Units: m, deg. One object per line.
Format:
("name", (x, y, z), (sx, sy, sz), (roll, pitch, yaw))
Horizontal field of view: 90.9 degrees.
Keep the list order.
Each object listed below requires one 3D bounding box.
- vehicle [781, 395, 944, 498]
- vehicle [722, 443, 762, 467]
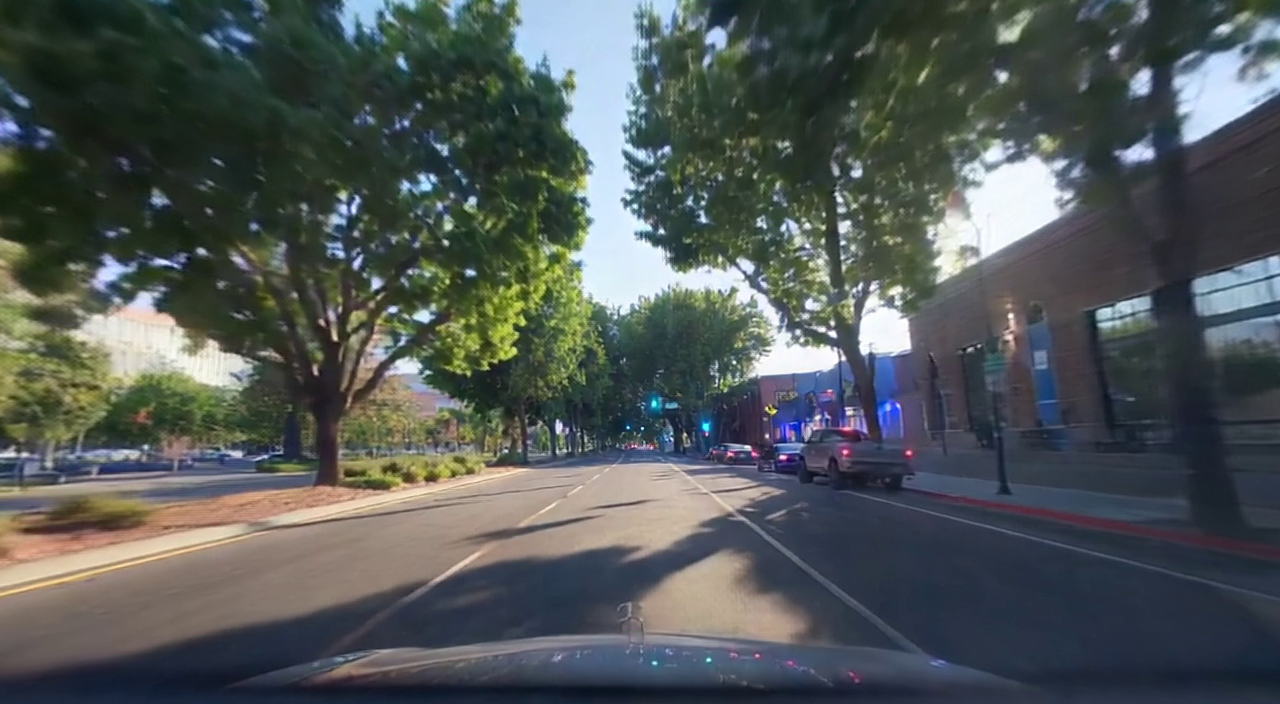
("vehicle", (6.335, 2.851, 19.162), (2.762, 2.607, 6.182), (0, -8, 1))
("vehicle", (6.880, 6.970, 42.882), (1.847, 1.472, 4.846), (0, -8, 0))
